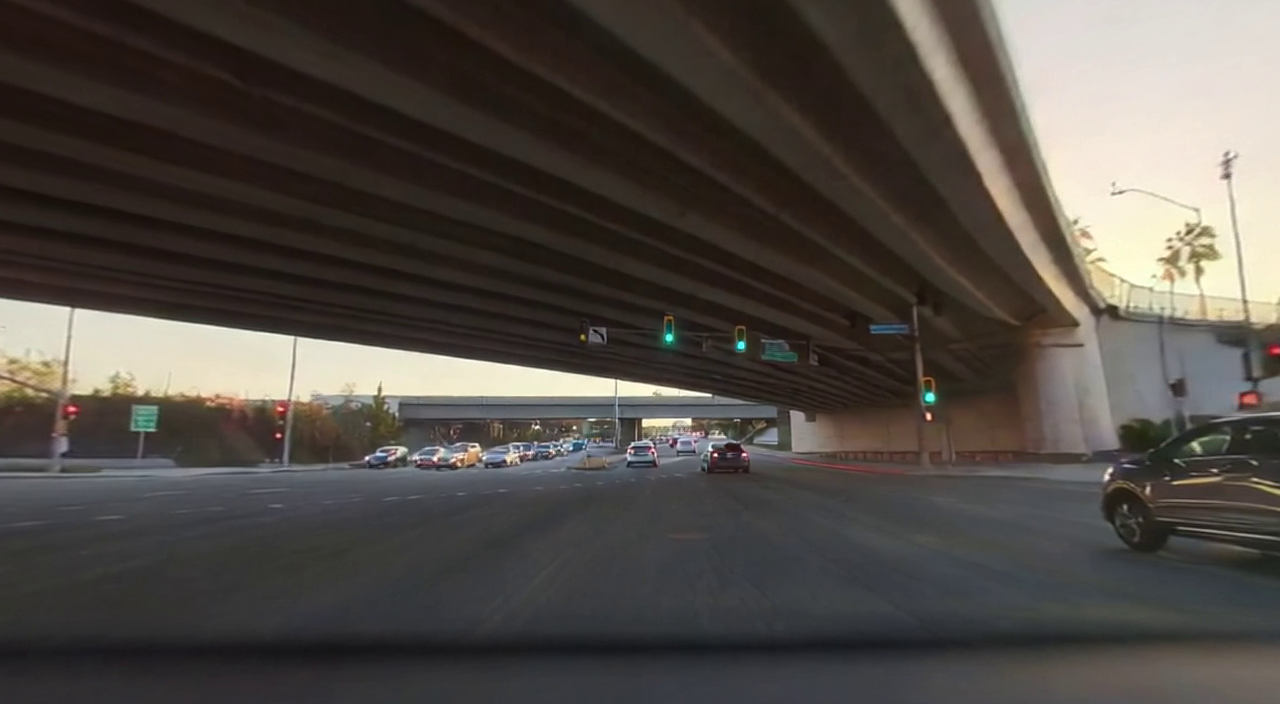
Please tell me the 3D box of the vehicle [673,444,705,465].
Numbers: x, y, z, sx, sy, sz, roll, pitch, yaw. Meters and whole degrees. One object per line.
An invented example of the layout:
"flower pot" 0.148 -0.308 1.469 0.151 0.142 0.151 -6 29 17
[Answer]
"vehicle" 3.699 7.834 48.015 2.119 1.509 4.495 0 -9 0

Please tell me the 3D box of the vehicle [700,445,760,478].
"vehicle" 4.069 5.054 29.165 2.156 1.404 4.120 0 -9 0

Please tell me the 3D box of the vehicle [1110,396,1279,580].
"vehicle" 6.756 1.212 5.554 1.964 1.647 4.114 0 -9 0

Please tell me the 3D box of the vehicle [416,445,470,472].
"vehicle" -12.813 6.940 41.159 1.985 1.606 4.570 0 -9 1

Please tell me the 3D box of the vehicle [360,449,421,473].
"vehicle" -16.589 7.231 41.988 1.982 1.499 4.735 0 -9 1

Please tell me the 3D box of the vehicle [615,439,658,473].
"vehicle" -0.140 5.551 33.738 2.172 1.694 4.055 0 -9 1

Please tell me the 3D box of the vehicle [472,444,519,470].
"vehicle" -9.411 6.876 41.163 1.945 1.590 4.141 0 -9 2

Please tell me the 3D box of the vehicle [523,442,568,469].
"vehicle" -5.845 6.547 39.397 1.971 1.542 4.377 -2 -10 2
